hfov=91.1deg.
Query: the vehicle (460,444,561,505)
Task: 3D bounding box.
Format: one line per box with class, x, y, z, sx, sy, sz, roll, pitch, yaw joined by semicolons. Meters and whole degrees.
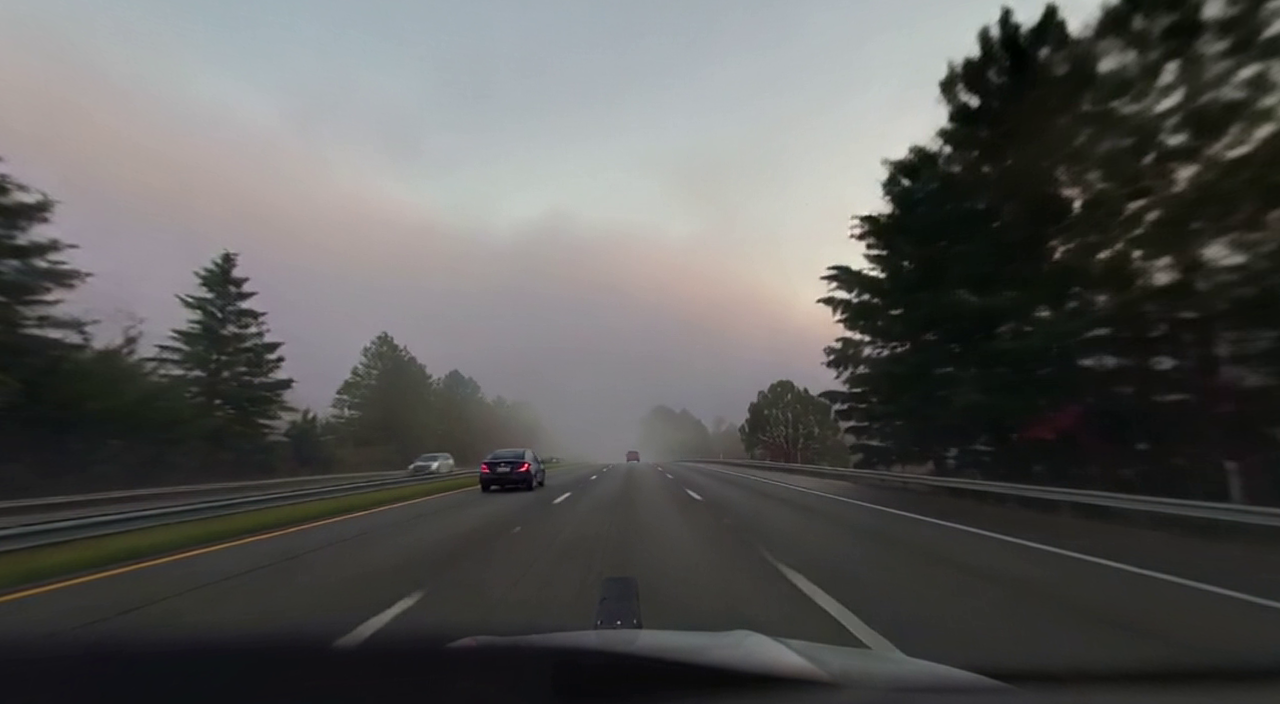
vehicle;-3.485;3.378;17.745;1.970;1.492;3.944;0;-9;0
